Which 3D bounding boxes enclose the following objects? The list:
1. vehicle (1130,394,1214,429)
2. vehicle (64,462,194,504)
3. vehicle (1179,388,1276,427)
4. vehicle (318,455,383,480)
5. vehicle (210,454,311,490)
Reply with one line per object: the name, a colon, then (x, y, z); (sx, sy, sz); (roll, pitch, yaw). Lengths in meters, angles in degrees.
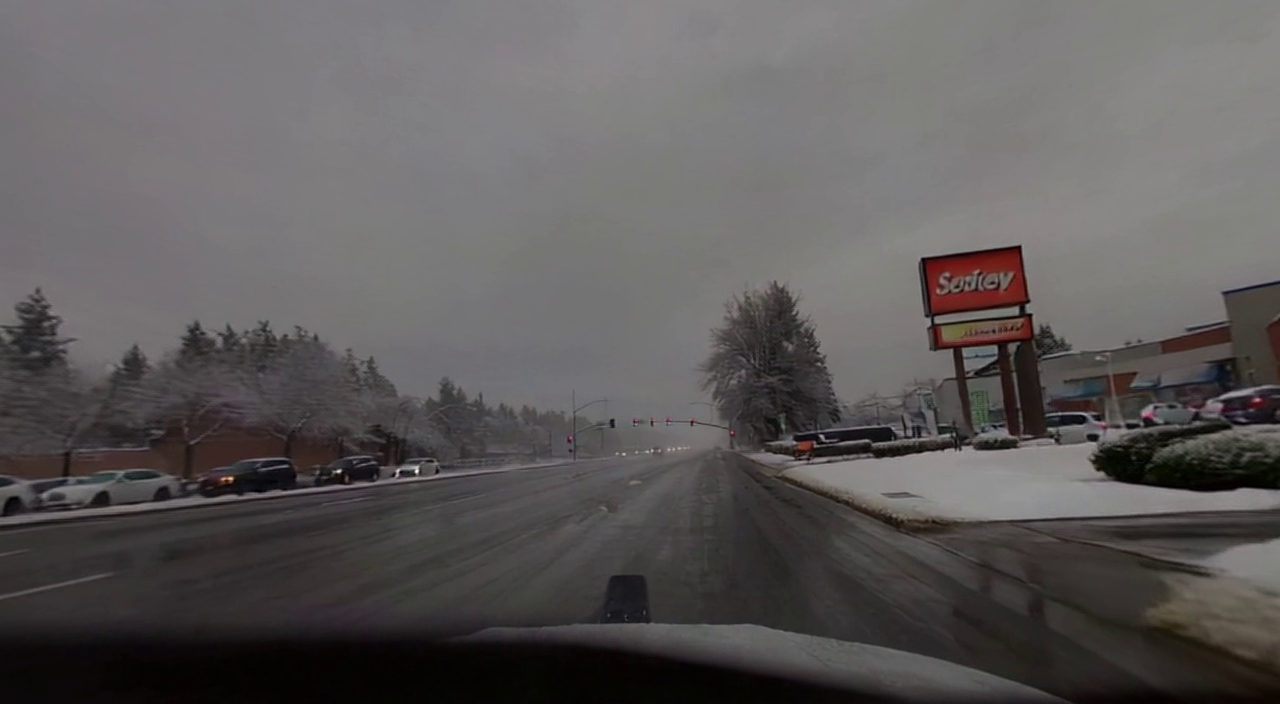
vehicle: (26.825, 3.009, 31.807); (3.335, 1.398, 1.535); (-3, -10, -19)
vehicle: (-22.535, 5.747, 28.057); (1.851, 1.450, 4.396); (-7, -10, 7)
vehicle: (26.676, 2.524, 28.618); (3.327, 1.369, 1.514); (-4, -10, -16)
vehicle: (-20.051, 8.010, 43.903); (1.918, 1.503, 4.632); (-6, -10, 7)
vehicle: (-21.291, 6.735, 35.677); (1.967, 1.683, 5.223); (-7, -11, 8)
